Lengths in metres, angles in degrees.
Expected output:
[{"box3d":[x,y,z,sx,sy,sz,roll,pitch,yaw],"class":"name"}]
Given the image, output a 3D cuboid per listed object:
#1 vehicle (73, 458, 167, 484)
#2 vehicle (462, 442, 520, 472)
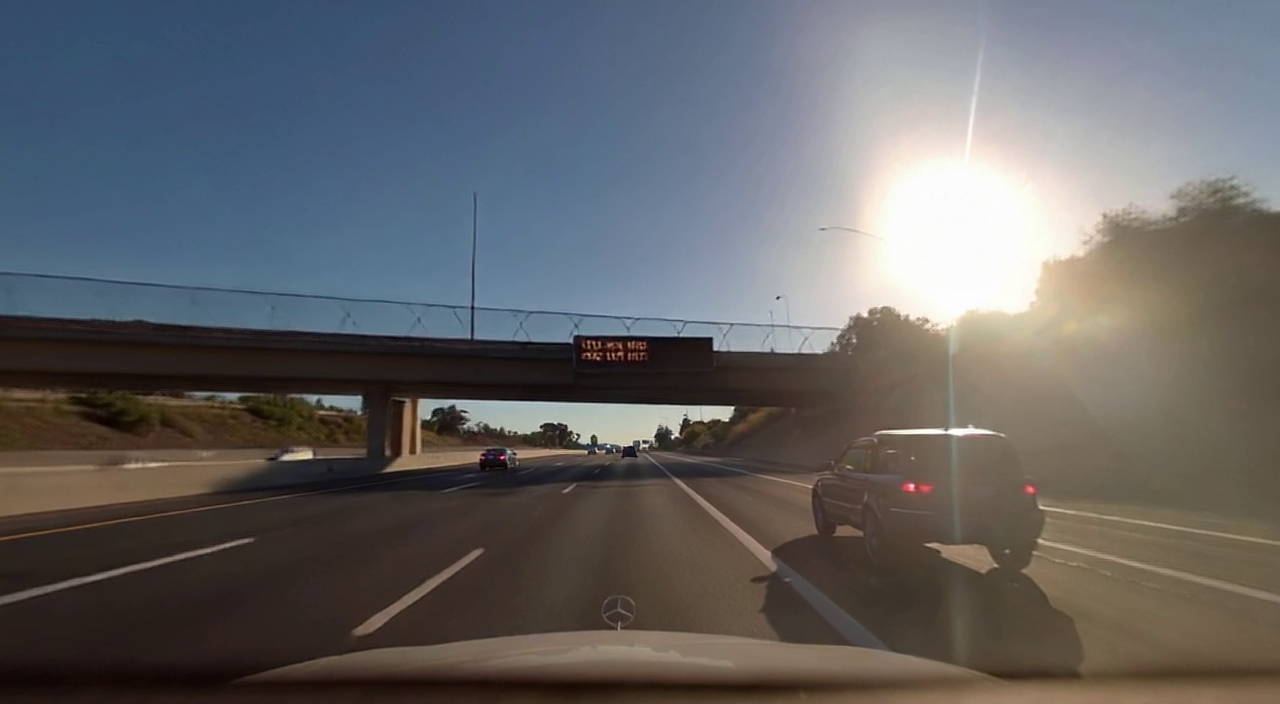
[{"box3d":[-31.840,7.280,38.875,1.755,1.433,4.524,0,-8,4],"class":"vehicle"},{"box3d":[-8.130,5.755,34.891,2.005,1.545,4.874,0,-8,0],"class":"vehicle"}]
